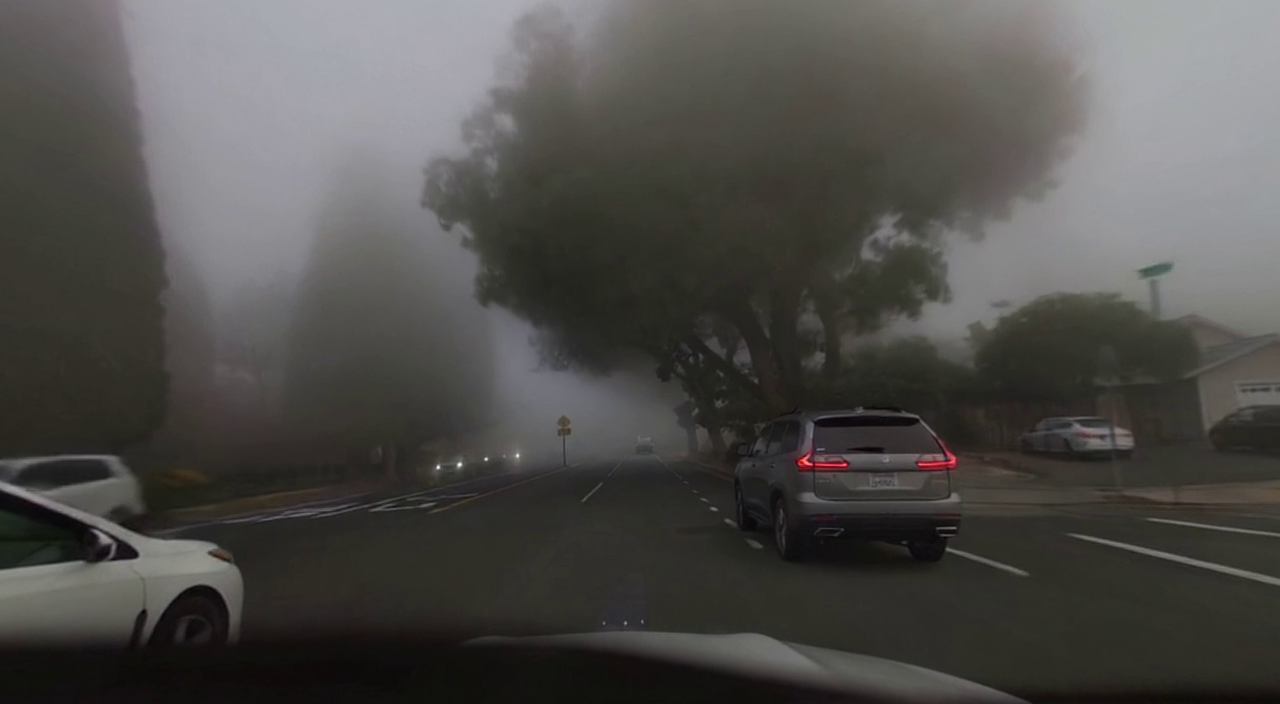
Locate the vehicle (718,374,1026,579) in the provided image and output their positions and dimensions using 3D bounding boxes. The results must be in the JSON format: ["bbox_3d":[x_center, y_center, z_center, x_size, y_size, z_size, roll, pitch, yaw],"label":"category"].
[{"bbox_3d":[2.691,1.668,9.232,2.338,2.063,5.592,0,-8,0],"label":"vehicle"}]

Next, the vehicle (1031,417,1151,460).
[{"bbox_3d":[16.939,3.289,23.892,1.822,1.496,3.560,0,-8,-1],"label":"vehicle"}]

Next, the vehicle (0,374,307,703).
[{"bbox_3d":[-3.341,0.879,2.007,2.058,1.659,4.514,0,-8,0],"label":"vehicle"}]

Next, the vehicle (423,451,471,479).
[{"bbox_3d":[-13.261,7.757,43.542,2.002,1.729,4.441,0,-8,-2],"label":"vehicle"}]
